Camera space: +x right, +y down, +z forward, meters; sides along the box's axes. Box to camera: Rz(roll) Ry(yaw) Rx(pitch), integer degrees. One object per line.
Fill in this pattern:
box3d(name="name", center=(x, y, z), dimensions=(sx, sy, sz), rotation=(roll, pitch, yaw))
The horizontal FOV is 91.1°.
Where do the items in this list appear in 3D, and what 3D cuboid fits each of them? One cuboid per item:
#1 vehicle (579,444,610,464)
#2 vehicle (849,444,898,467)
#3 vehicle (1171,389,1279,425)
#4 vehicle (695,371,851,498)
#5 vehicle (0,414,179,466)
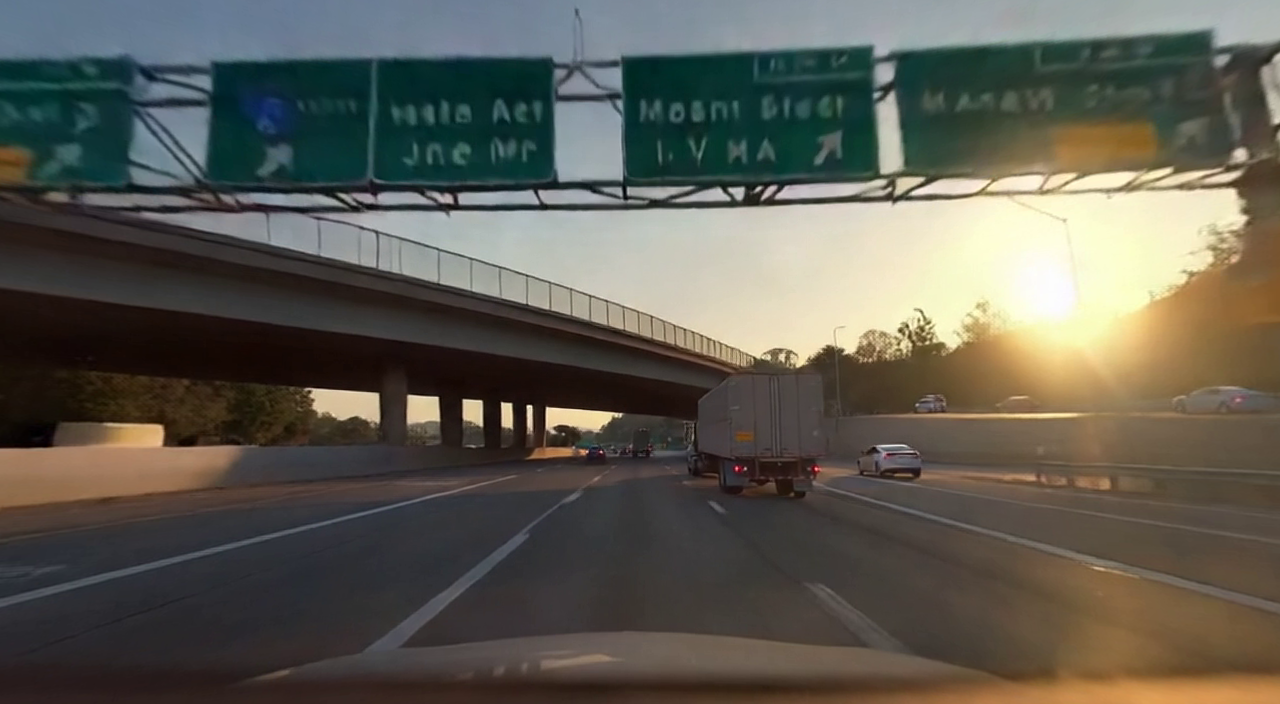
box3d(name="vehicle", center=(-3.572, 8.086, 49.882), dimensions=(2.143, 1.529, 4.918), rotation=(0, -9, -1))
box3d(name="vehicle", center=(17.458, 7.757, 47.071), dimensions=(2.021, 1.549, 4.322), rotation=(1, -9, 0))
box3d(name="vehicle", center=(28.545, 2.713, 30.309), dimensions=(1.928, 1.603, 4.315), rotation=(1, -7, -2))
box3d(name="vehicle", center=(4.006, 2.969, 22.156), dimensions=(3.049, 3.395, 10.595), rotation=(0, -9, -1))
box3d(name="vehicle", center=(-34.406, 5.462, 38.511), dimensions=(2.707, 2.682, 12.974), rotation=(0, -8, -1))
